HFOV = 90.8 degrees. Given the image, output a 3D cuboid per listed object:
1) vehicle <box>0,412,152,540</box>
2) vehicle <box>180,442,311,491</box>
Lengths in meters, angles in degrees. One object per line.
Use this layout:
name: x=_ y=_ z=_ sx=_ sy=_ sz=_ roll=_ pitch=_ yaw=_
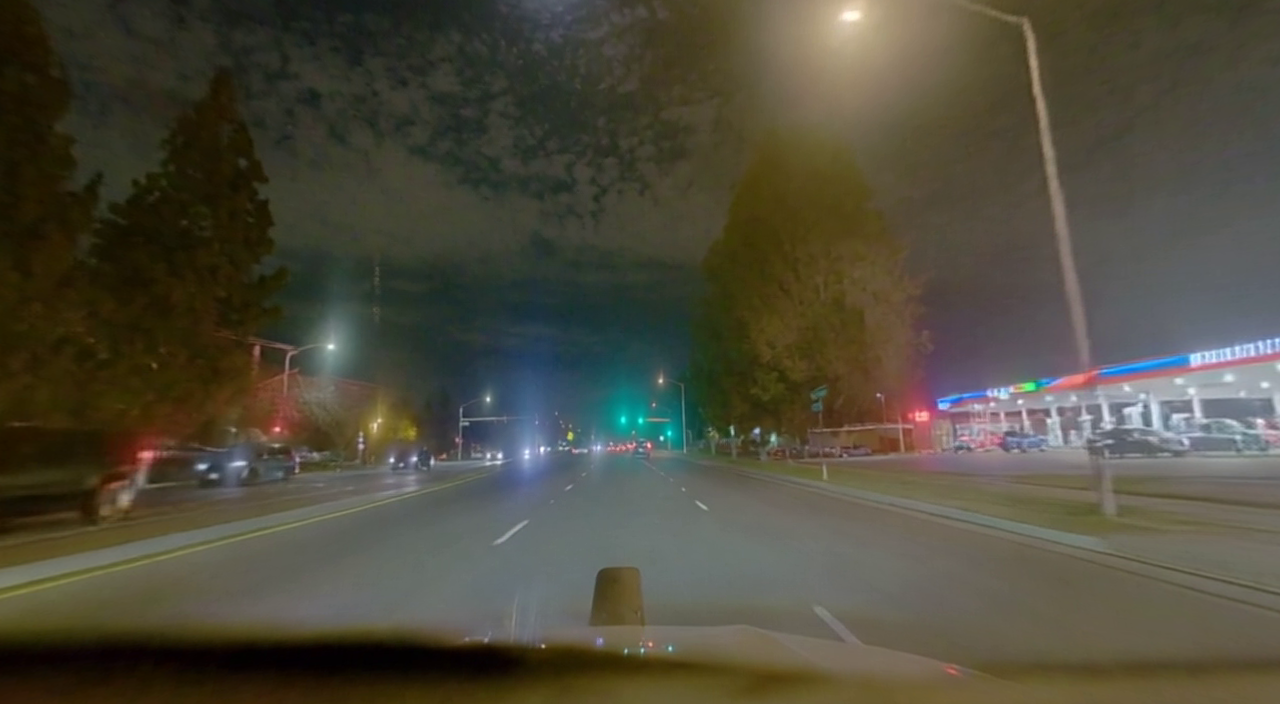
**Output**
vehicle: x=-10.980 y=2.013 z=10.193 sx=2.229 sy=1.957 sz=5.057 roll=-2 pitch=-8 yaw=-1
vehicle: x=-15.113 y=4.372 z=24.610 sx=2.011 sy=1.655 sz=5.029 roll=-1 pitch=-8 yaw=-2
